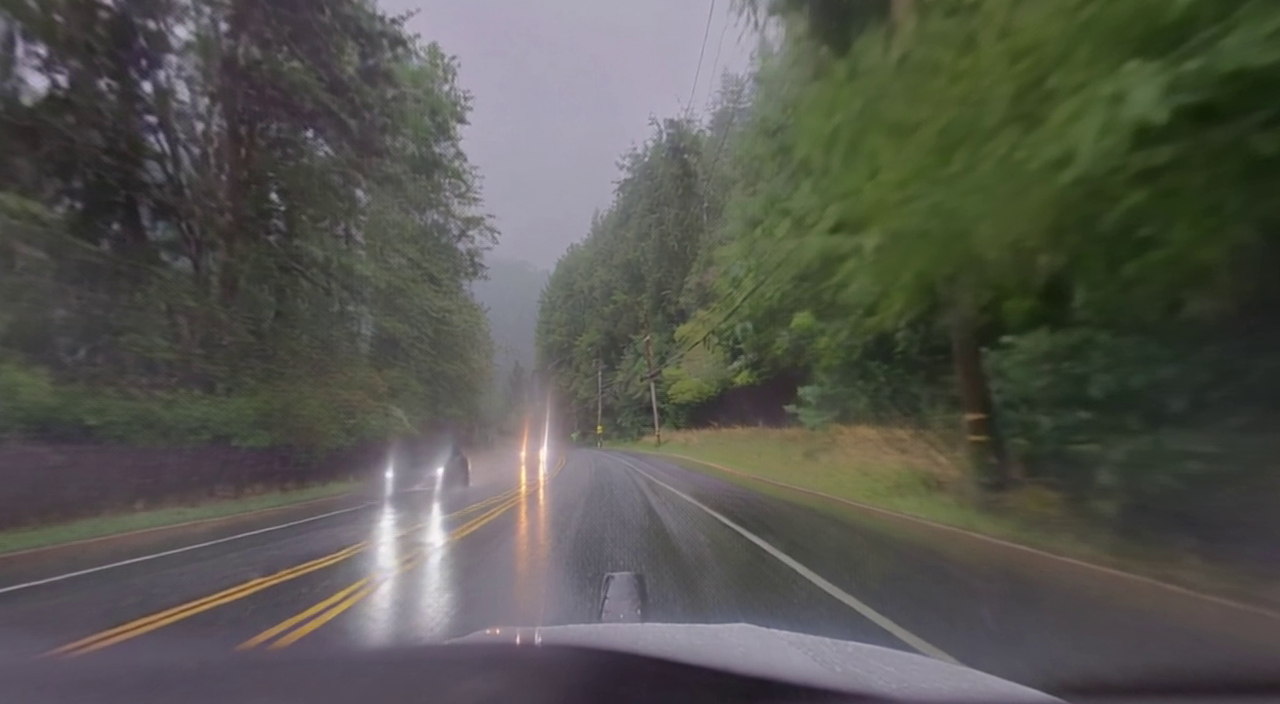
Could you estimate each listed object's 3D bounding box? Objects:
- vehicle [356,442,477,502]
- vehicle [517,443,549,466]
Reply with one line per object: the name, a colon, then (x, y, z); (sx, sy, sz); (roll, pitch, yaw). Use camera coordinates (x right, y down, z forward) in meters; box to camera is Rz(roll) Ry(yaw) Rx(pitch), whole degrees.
vehicle: (-6.783, 3.664, 19.802); (2.099, 1.640, 4.555); (0, -8, 0)
vehicle: (-7.648, 7.351, 45.519); (1.950, 1.522, 4.180); (0, -8, -5)
